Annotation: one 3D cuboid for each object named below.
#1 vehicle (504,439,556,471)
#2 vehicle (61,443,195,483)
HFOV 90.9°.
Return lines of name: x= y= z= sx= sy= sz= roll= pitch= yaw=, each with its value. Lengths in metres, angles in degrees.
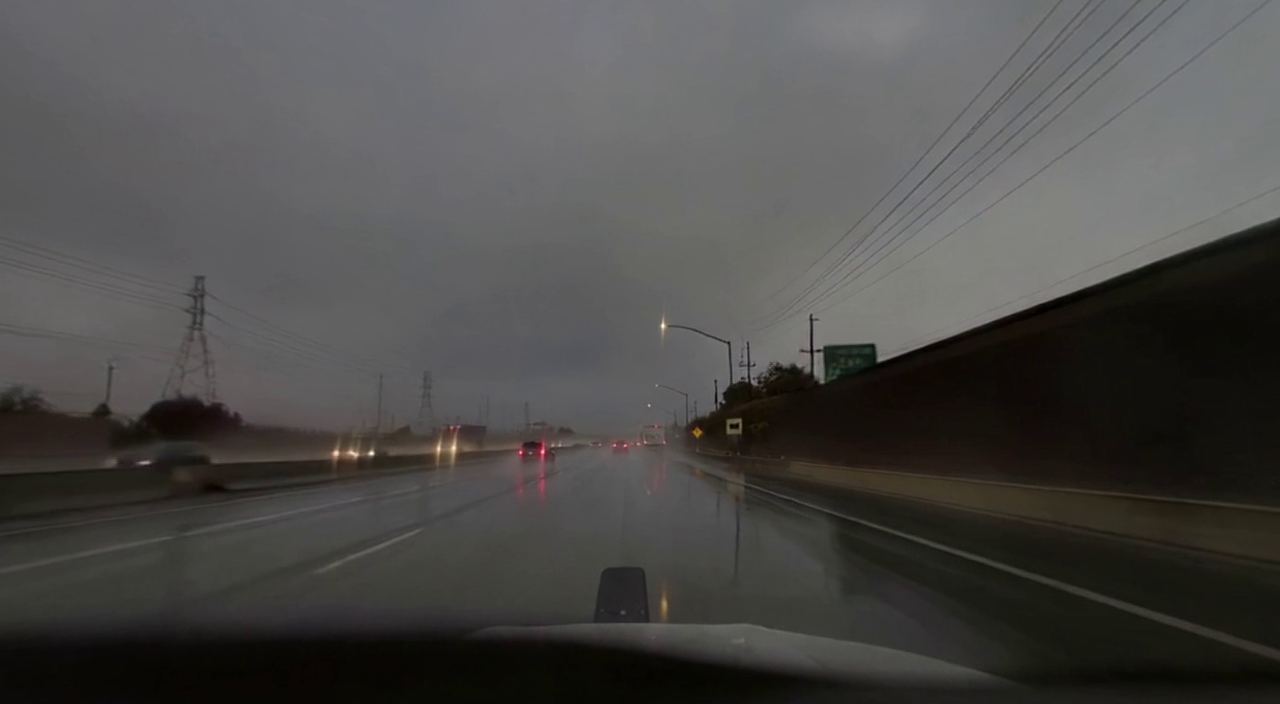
vehicle: x=-5.956 y=5.613 z=34.687 sx=2.064 sy=1.642 sz=4.389 roll=0 pitch=-8 yaw=0
vehicle: x=-20.371 y=4.409 z=25.383 sx=1.821 sy=1.473 sz=4.245 roll=0 pitch=-8 yaw=0
